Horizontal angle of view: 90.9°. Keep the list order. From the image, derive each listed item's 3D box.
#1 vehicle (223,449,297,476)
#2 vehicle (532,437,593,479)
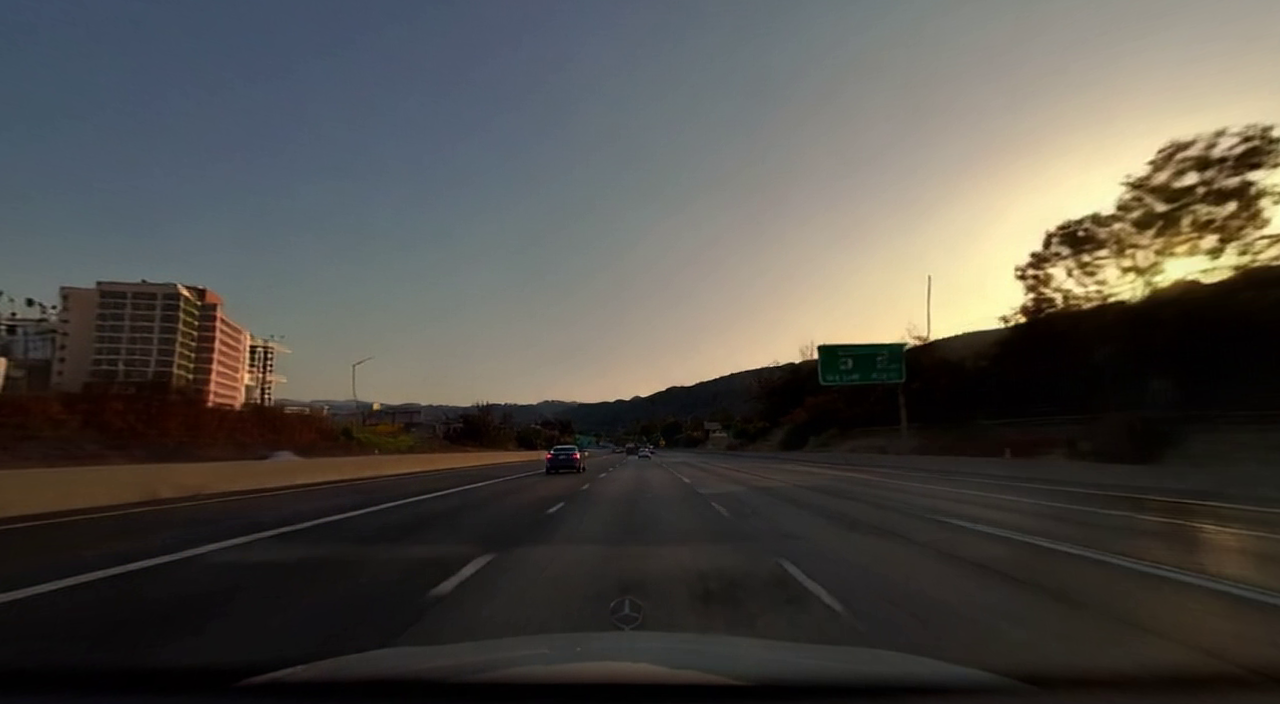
[{"bbox_3d":[-25.390,7.375,42.401,1.953,1.706,4.797,0,-8,0],"label":"vehicle"},{"bbox_3d":[-3.354,4.661,28.027,2.072,1.706,4.359,0,-8,1],"label":"vehicle"}]
